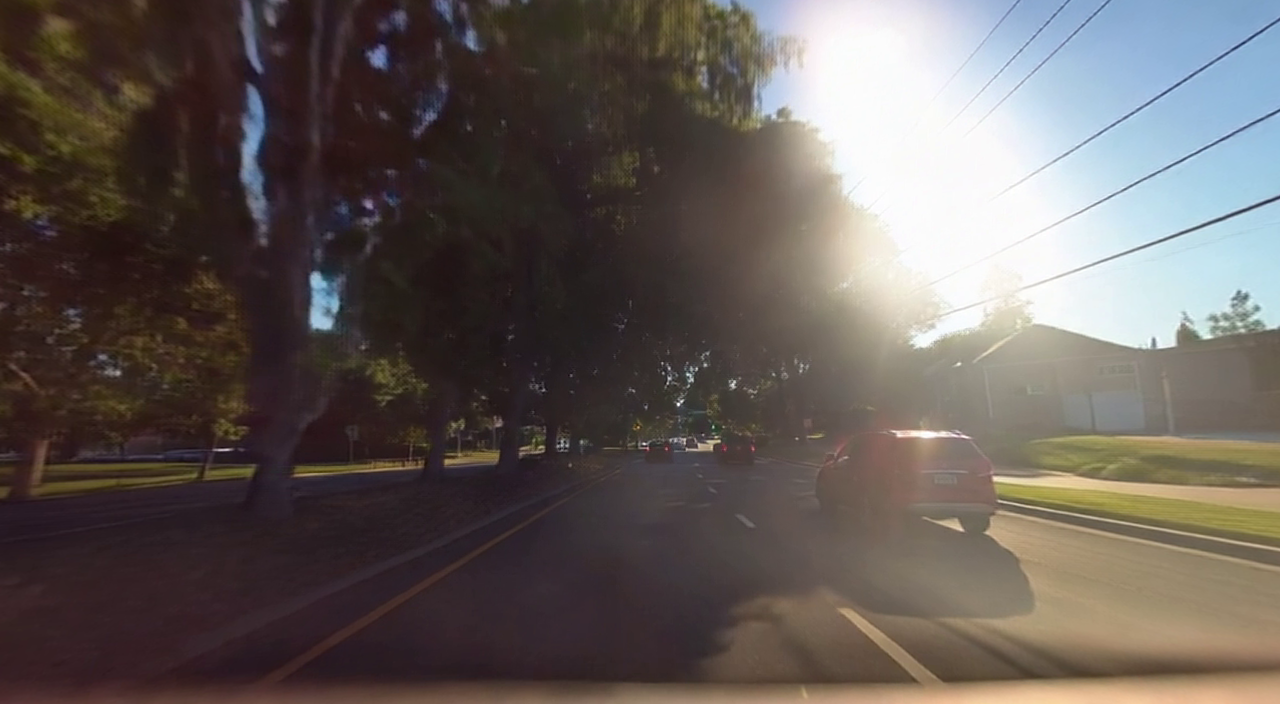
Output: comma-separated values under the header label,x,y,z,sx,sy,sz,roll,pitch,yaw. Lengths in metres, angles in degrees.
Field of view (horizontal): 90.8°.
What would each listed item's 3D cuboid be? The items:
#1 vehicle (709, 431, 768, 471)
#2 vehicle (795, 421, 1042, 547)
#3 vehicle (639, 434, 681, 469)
label,x,y,z,sx,sy,sz,roll,pitch,yaw
vehicle,4.881,5.001,32.117,2.254,1.840,4.918,-1,-9,1
vehicle,3.931,1.933,9.890,1.881,1.512,4.294,0,-9,0
vehicle,1.106,5.521,35.125,2.163,1.746,4.073,-1,-9,2
